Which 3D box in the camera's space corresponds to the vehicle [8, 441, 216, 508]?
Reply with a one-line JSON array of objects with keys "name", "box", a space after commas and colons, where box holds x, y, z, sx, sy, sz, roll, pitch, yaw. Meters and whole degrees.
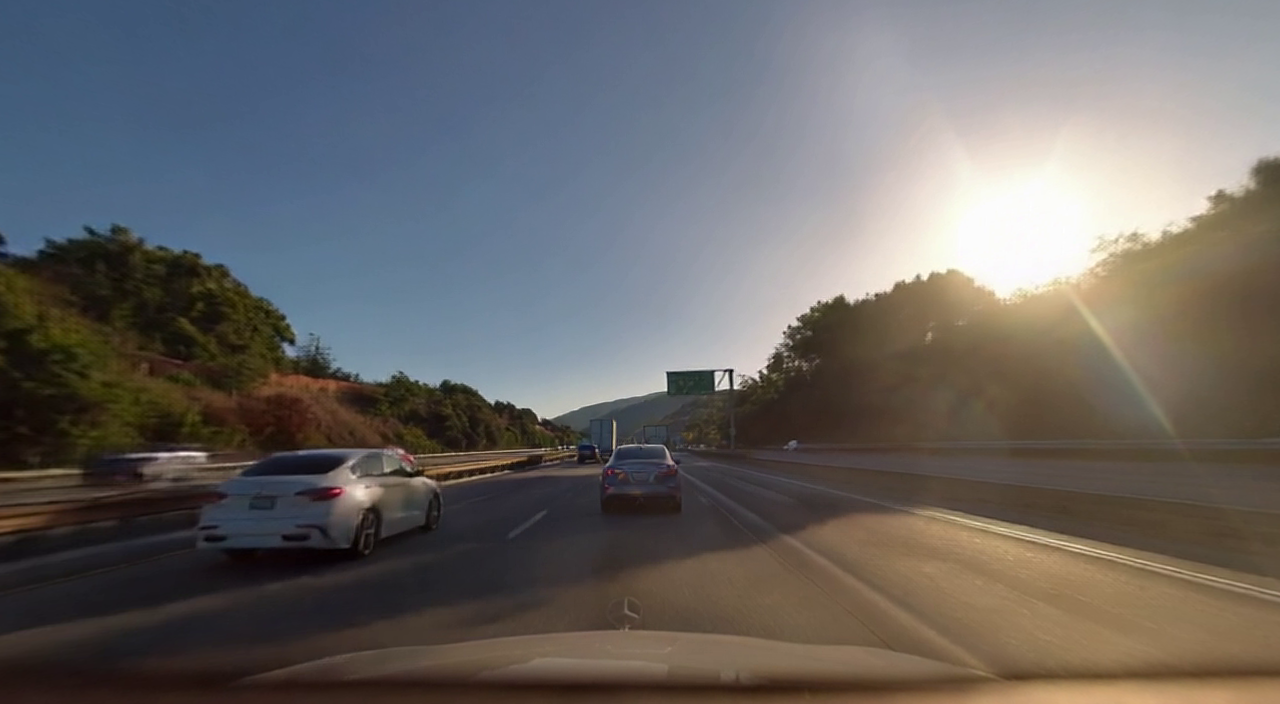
[{"name": "vehicle", "box": [-15.007, 3.478, 18.362, 1.998, 1.685, 4.606, 0, -9, 1]}]

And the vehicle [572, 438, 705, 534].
[{"name": "vehicle", "box": [-0.037, 2.390, 11.785, 2.057, 1.449, 3.931, 0, -9, 0]}]

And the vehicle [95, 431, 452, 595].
[{"name": "vehicle", "box": [-4.063, 1.841, 8.081, 1.929, 1.509, 4.331, 0, -9, 1]}]
